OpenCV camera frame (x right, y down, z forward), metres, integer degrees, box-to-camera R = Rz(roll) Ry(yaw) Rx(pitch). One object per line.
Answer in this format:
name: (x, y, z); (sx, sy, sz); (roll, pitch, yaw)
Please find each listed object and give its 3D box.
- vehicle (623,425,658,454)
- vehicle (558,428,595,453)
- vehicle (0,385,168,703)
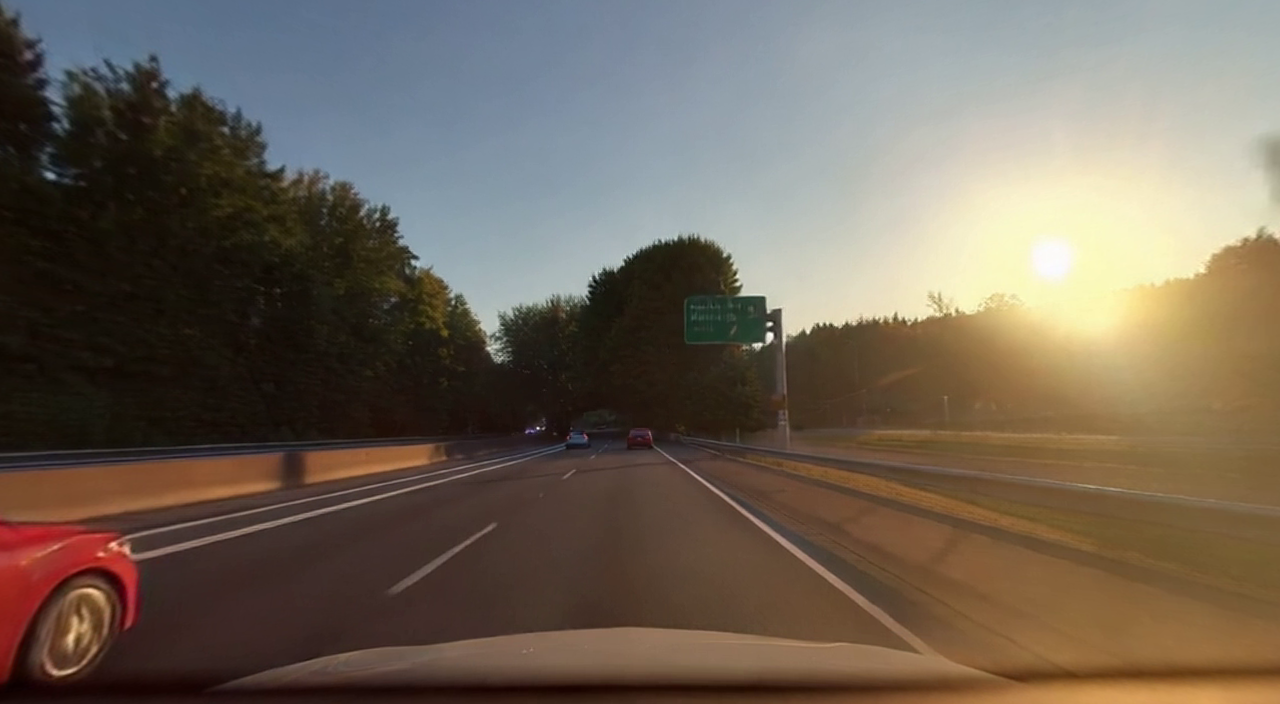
vehicle: (0.019, 5.746, 41.349); (2.170, 1.790, 4.490); (0, -8, -1)
vehicle: (-4.291, 6.021, 43.041); (2.055, 1.610, 4.116); (0, -8, 0)
vehicle: (-3.789, 0.748, 1.699); (1.958, 1.486, 3.988); (0, -8, -1)
